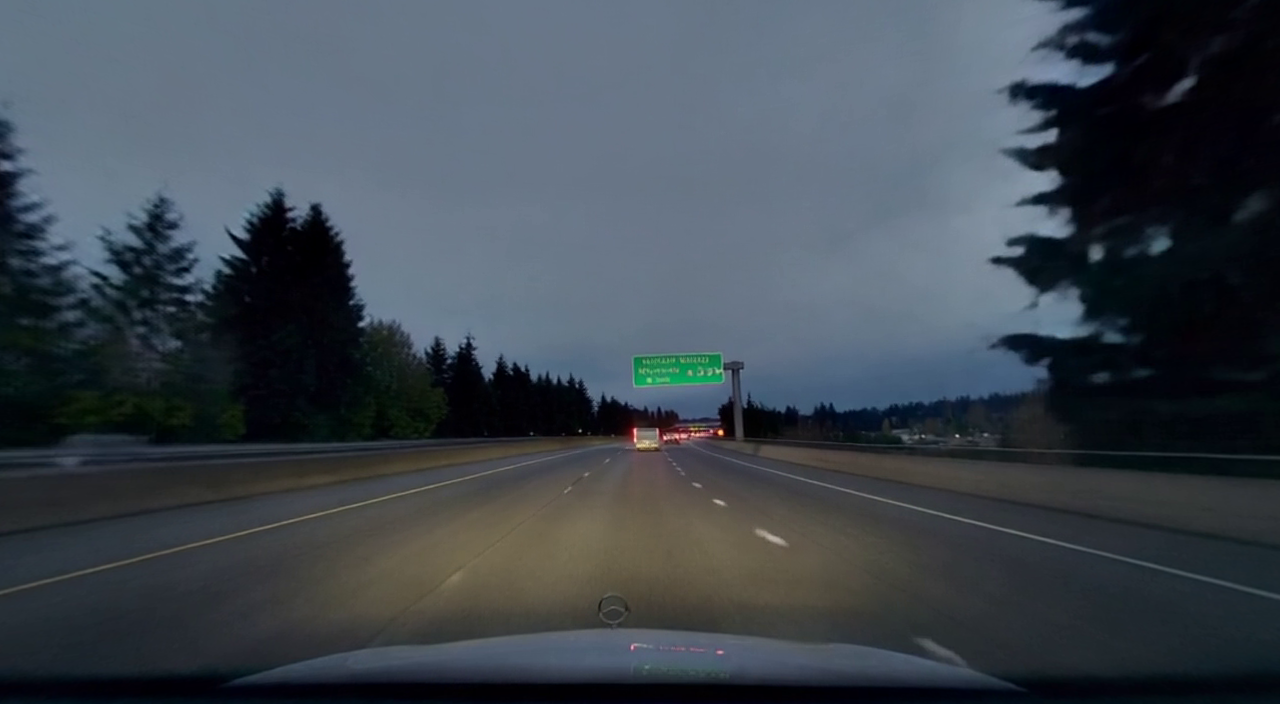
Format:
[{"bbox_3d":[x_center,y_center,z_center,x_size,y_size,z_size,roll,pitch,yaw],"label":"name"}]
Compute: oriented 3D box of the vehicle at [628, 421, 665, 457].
[{"bbox_3d":[0.441,6.109,44.161,2.450,2.314,4.753,0,-8,0],"label":"vehicle"}]
